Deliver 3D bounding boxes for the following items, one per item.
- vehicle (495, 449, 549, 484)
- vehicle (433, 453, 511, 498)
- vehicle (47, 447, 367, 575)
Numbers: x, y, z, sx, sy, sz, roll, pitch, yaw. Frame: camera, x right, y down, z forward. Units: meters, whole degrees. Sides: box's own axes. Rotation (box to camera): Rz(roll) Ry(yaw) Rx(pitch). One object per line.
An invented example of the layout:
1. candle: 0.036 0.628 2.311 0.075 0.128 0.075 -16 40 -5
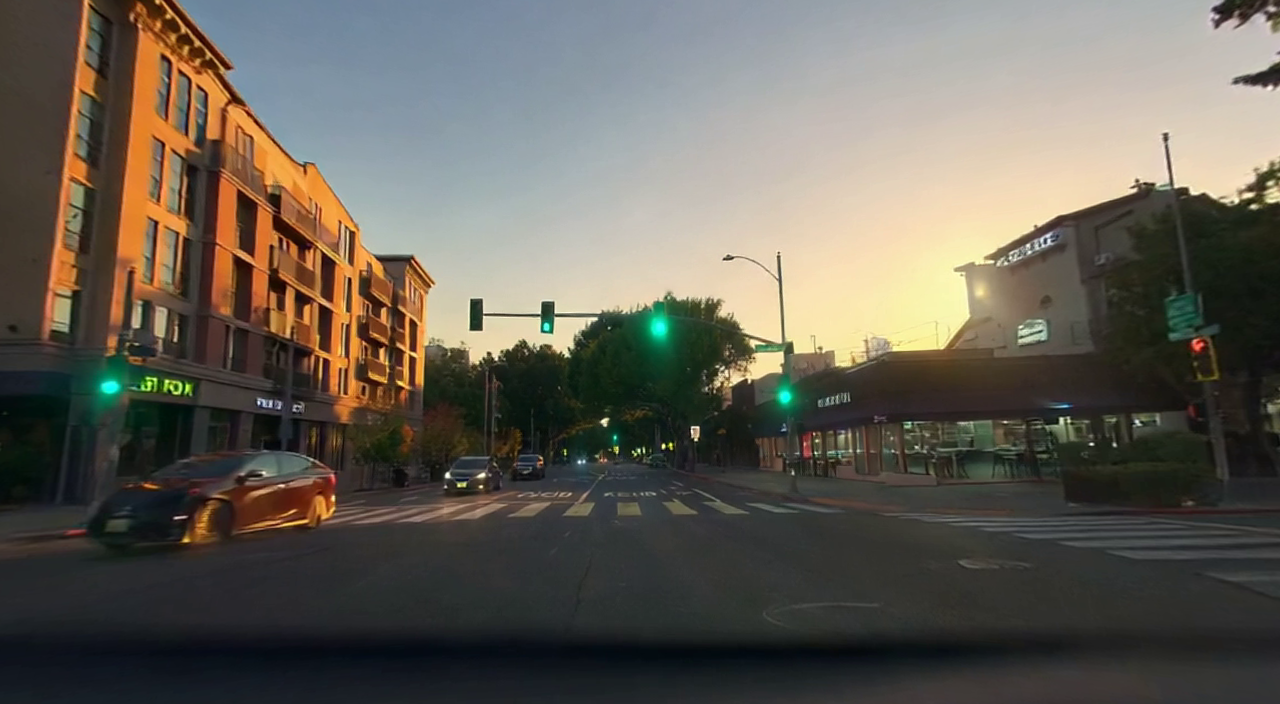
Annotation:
1. vehicle: -7.255 7.083 39.391 2.545 1.943 5.168 0 -8 -2
2. vehicle: -6.810 5.018 26.135 2.019 1.596 4.608 0 -8 -1
3. vehicle: -6.462 2.355 10.255 2.071 1.588 4.336 0 -8 0
